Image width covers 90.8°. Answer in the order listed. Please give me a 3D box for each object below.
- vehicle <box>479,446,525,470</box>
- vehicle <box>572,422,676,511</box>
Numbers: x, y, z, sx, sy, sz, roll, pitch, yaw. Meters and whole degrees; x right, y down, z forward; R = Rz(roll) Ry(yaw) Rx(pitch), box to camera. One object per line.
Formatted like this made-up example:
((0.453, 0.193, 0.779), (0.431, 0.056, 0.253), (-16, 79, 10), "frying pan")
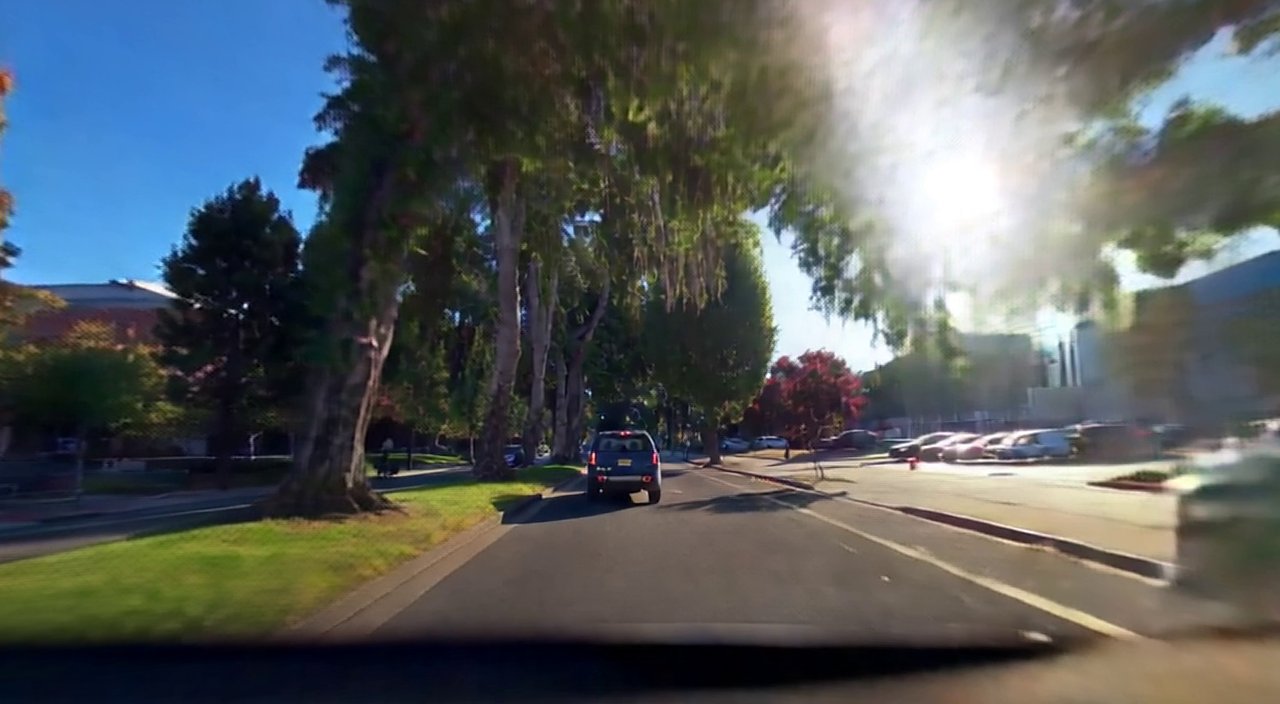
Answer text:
((-8.989, 6.932, 41.527), (2.027, 1.493, 4.707), (0, -8, -1), "vehicle")
((-0.389, 2.806, 16.080), (2.157, 1.816, 5.804), (0, -8, -1), "vehicle")
